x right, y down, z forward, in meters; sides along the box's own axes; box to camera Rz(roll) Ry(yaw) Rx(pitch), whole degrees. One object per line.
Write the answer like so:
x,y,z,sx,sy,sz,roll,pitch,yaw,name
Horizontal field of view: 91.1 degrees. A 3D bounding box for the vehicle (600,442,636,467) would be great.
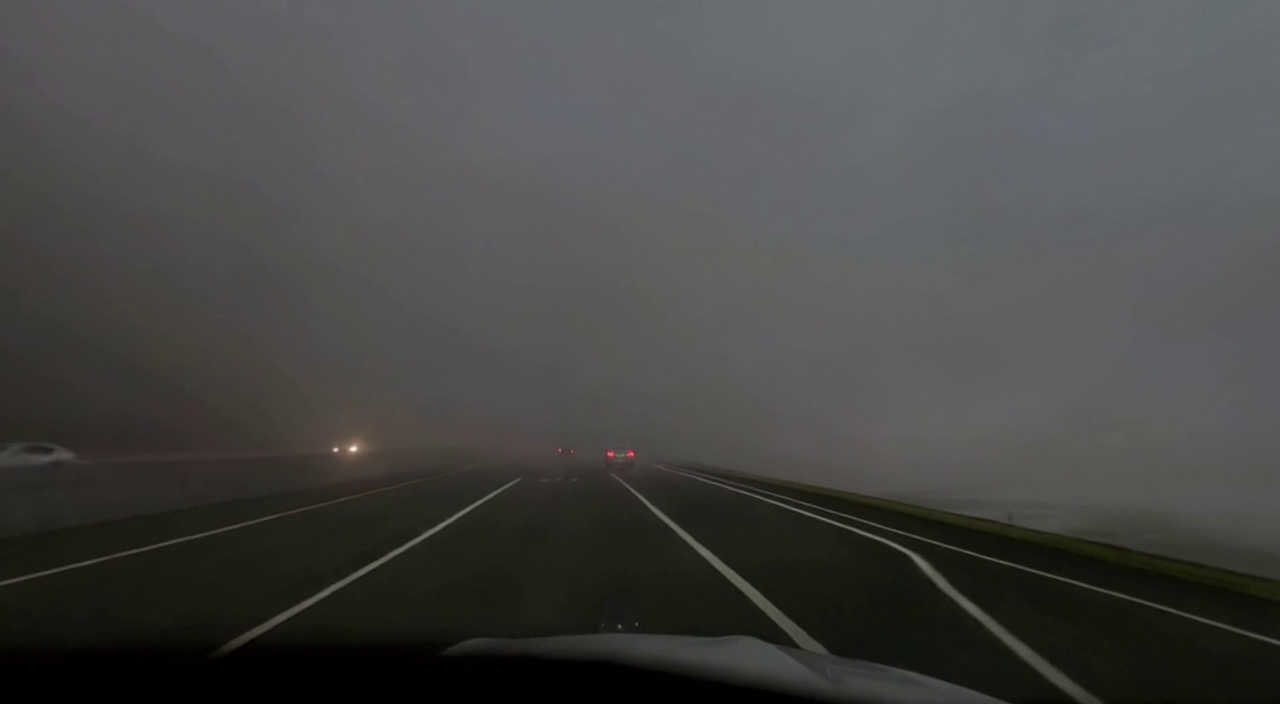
-1.461,6.456,39.834,2.140,1.455,4.135,0,-8,-4,vehicle
